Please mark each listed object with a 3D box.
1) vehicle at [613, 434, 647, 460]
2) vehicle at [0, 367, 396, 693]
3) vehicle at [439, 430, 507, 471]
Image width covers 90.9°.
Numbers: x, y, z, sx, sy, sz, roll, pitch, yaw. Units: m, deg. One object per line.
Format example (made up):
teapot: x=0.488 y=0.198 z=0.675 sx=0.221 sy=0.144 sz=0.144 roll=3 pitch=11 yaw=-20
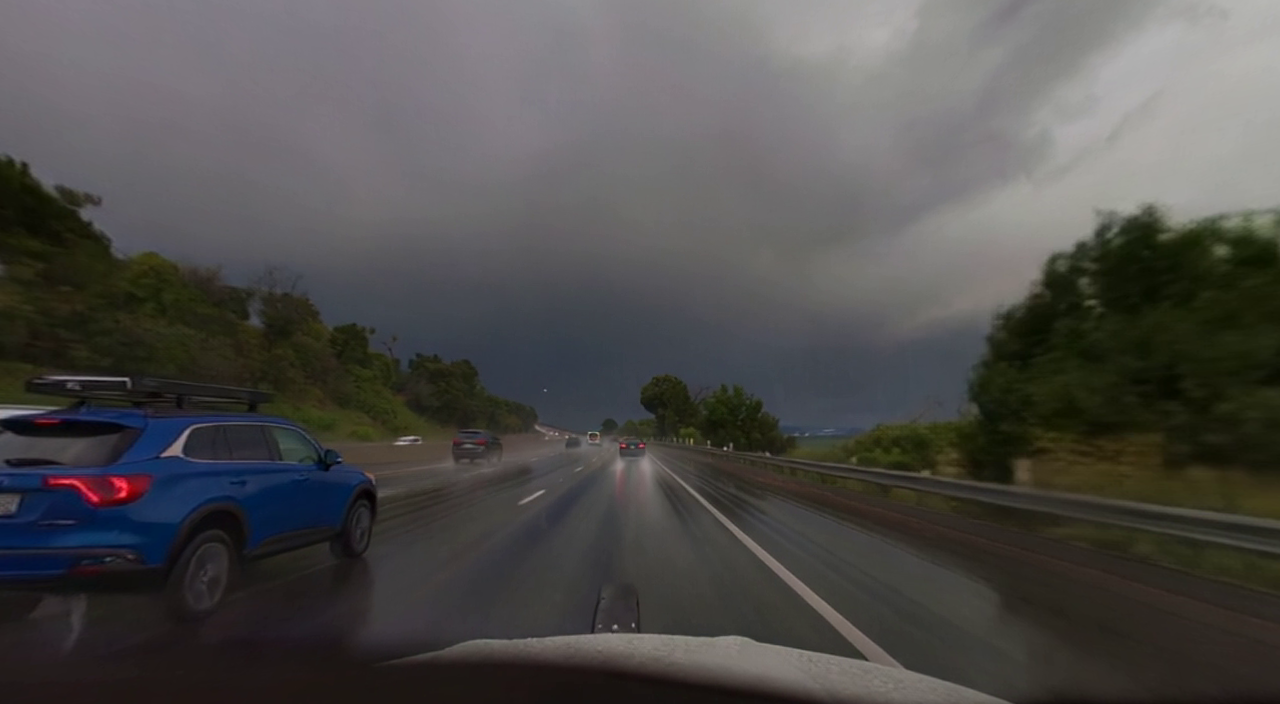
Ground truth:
vehicle: x=-0.678 y=6.352 z=42.267 sx=2.178 sy=1.658 sz=3.916 roll=0 pitch=-7 yaw=-1
vehicle: x=-4.188 y=1.260 z=5.772 sx=2.069 sy=1.748 sz=4.652 roll=0 pitch=-8 yaw=-1
vehicle: x=-7.722 y=4.567 z=29.606 sx=1.964 sy=1.745 sz=4.338 roll=0 pitch=-8 yaw=1
